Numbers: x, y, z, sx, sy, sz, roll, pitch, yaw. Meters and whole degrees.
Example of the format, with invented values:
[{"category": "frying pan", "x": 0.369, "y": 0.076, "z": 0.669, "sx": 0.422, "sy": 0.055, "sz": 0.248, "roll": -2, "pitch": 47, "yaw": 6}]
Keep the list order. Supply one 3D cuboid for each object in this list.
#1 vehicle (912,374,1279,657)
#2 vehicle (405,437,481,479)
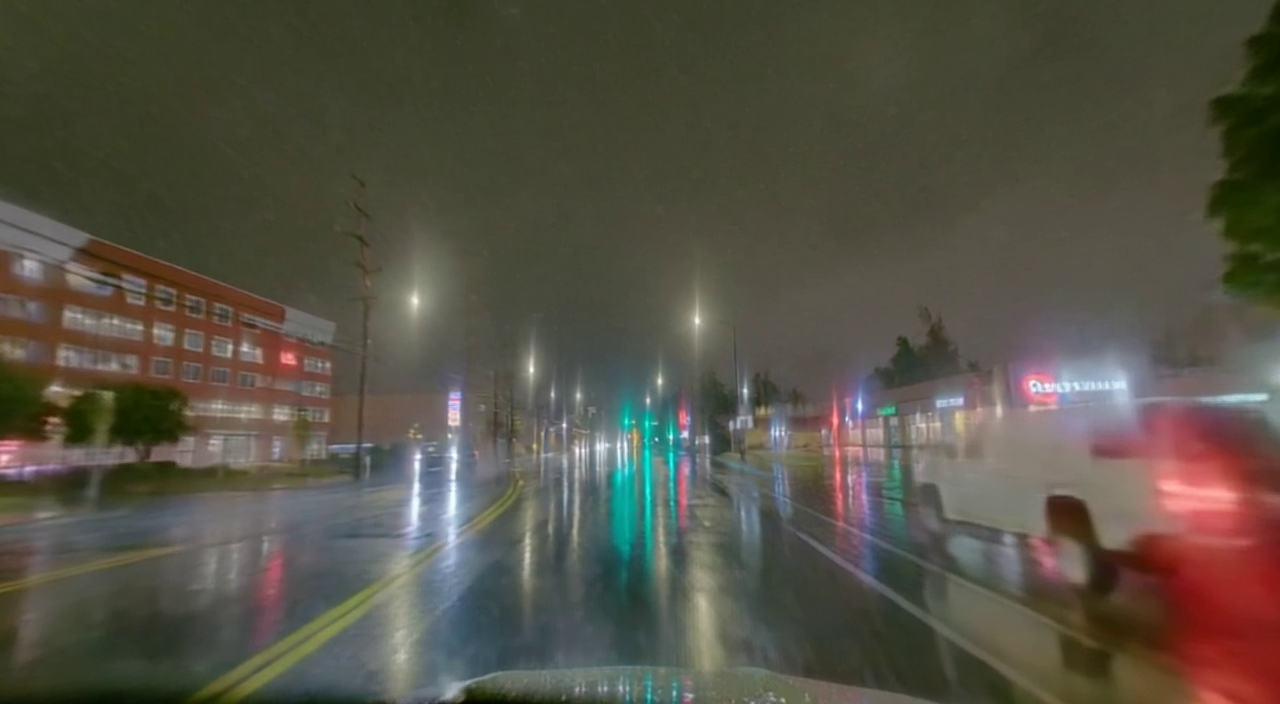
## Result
[{"category": "vehicle", "x": 4.959, "y": 1.419, "z": 6.548, "sx": 2.182, "sy": 1.850, "sz": 4.705, "roll": 0, "pitch": -9, "yaw": 1}, {"category": "vehicle", "x": -8.654, "y": 4.685, "z": 28.113, "sx": 1.973, "sy": 1.704, "sz": 4.476, "roll": 0, "pitch": -9, "yaw": -1}]
